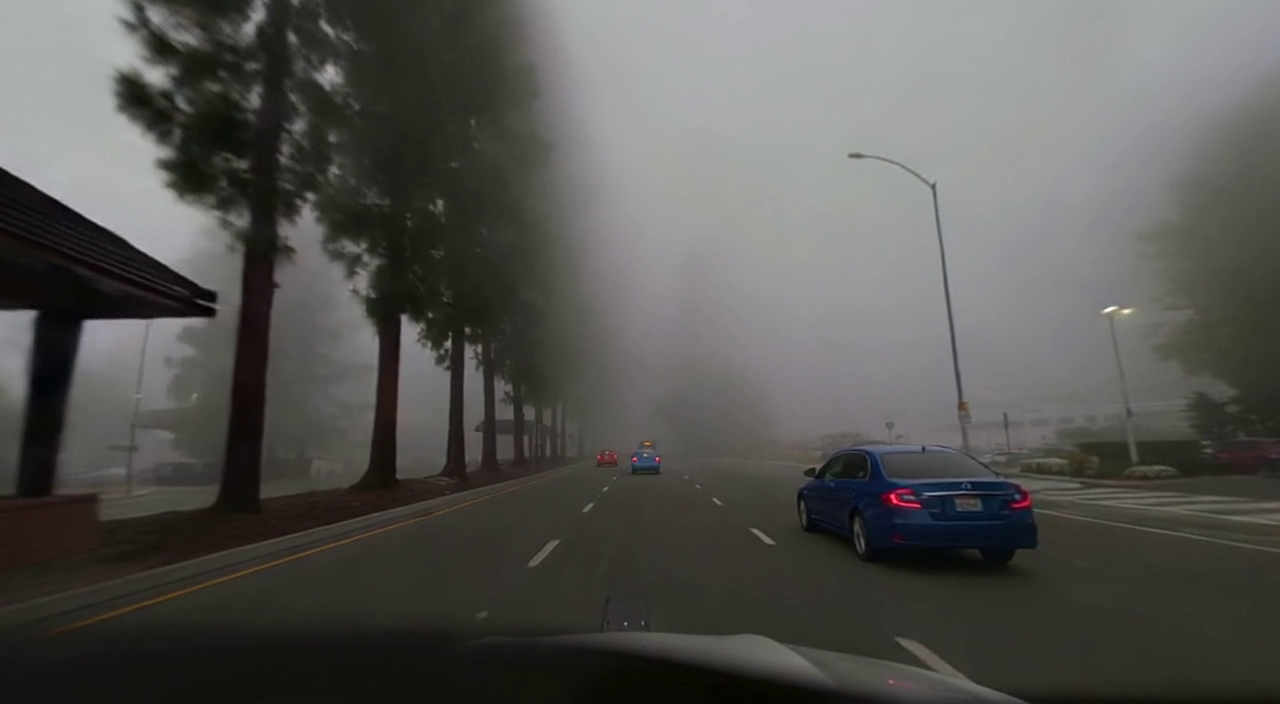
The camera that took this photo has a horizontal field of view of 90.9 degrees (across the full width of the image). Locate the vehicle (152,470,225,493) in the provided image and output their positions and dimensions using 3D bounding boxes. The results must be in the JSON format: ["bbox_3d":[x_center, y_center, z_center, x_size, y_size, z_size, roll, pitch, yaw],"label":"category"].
[{"bbox_3d":[-31.864,9.097,44.464,4.557,1.468,1.938,-4,-9,23],"label":"vehicle"}]

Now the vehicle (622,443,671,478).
[{"bbox_3d":[0.286,5.089,29.938,2.144,1.505,4.128,0,-9,0],"label":"vehicle"}]

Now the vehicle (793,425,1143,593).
[{"bbox_3d":[3.512,1.750,7.943,2.067,1.497,4.327,0,-9,0],"label":"vehicle"}]
